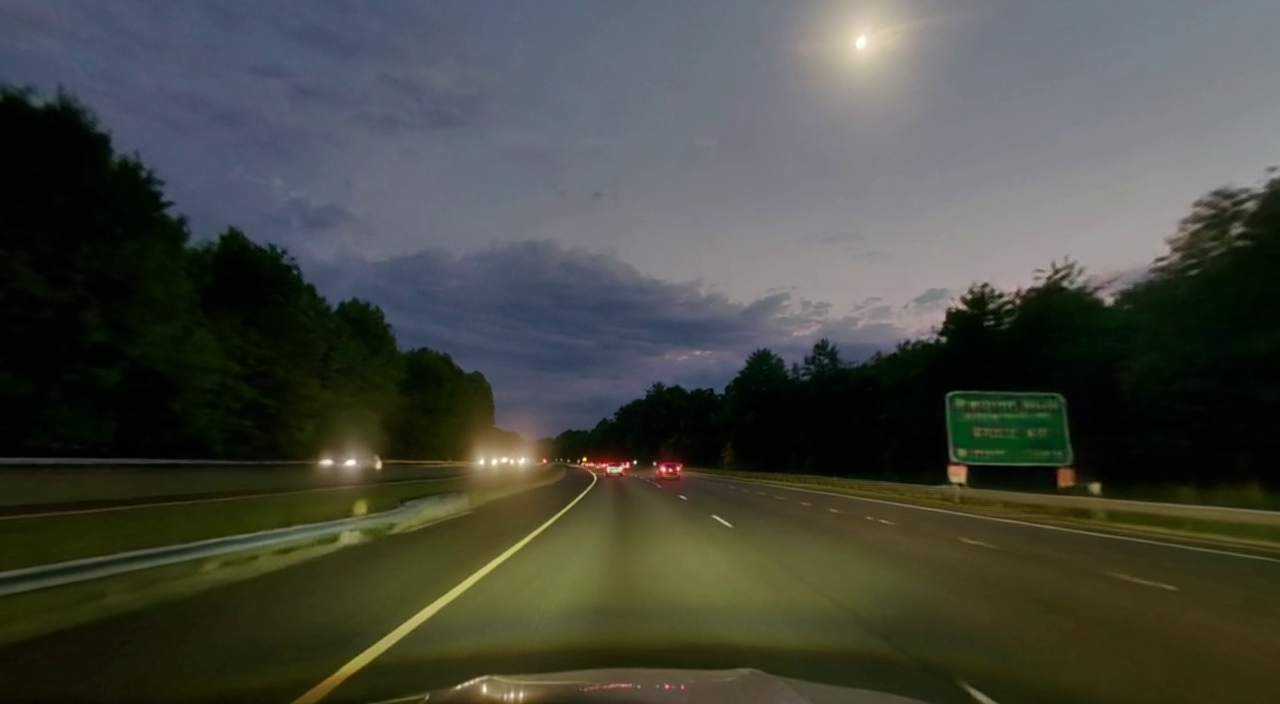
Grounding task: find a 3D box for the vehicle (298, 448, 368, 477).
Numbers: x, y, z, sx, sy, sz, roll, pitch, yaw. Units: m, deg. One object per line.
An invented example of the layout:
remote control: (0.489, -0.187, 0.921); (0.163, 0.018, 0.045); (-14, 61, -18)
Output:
vehicle: (-17.853, 6.474, 36.896); (2.005, 1.547, 4.120); (1, -10, -1)
